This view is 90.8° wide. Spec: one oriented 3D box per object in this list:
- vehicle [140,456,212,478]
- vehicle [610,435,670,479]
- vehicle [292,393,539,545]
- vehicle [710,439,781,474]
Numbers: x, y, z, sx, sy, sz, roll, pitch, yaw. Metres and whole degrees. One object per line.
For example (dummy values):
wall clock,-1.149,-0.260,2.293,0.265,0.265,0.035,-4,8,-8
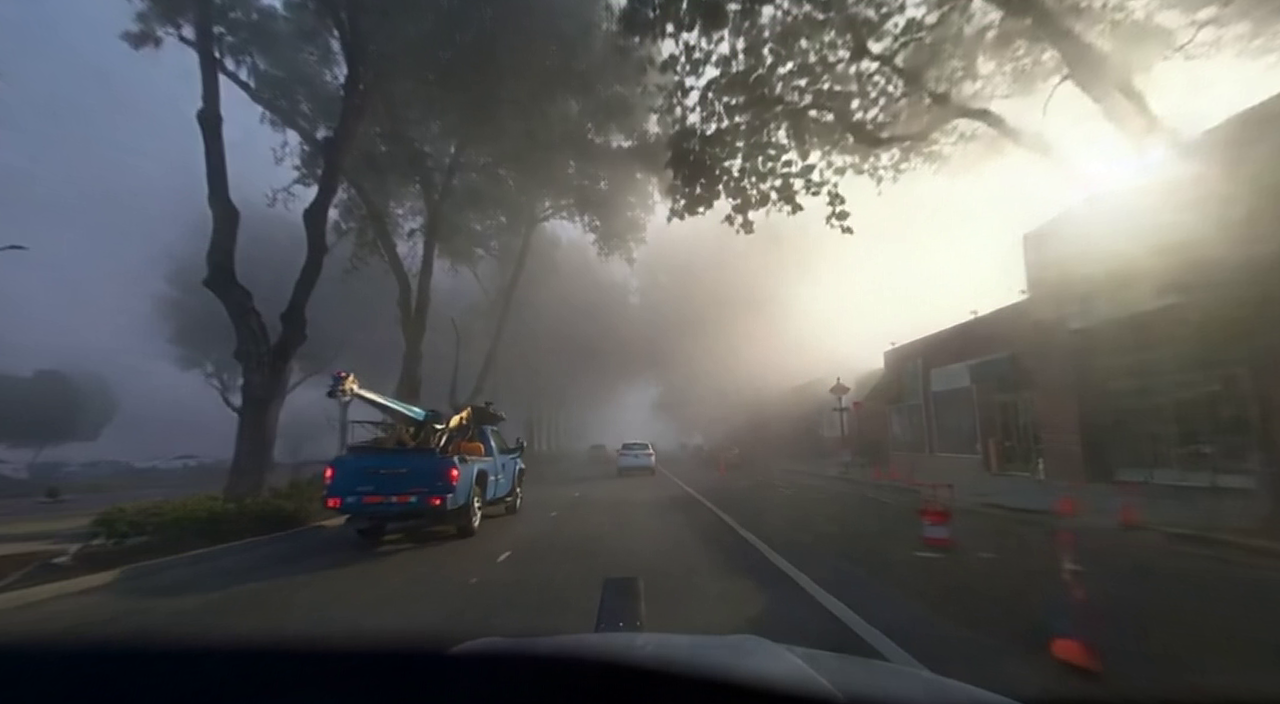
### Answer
vehicle,-34.888,8.678,47.698,1.876,1.470,4.711,0,-8,0
vehicle,-0.065,4.563,27.756,2.413,1.748,4.406,0,-8,-1
vehicle,-3.537,2.025,11.572,2.424,2.063,5.678,0,-8,0
vehicle,5.150,5.151,31.403,2.082,1.601,4.451,1,-9,-10
